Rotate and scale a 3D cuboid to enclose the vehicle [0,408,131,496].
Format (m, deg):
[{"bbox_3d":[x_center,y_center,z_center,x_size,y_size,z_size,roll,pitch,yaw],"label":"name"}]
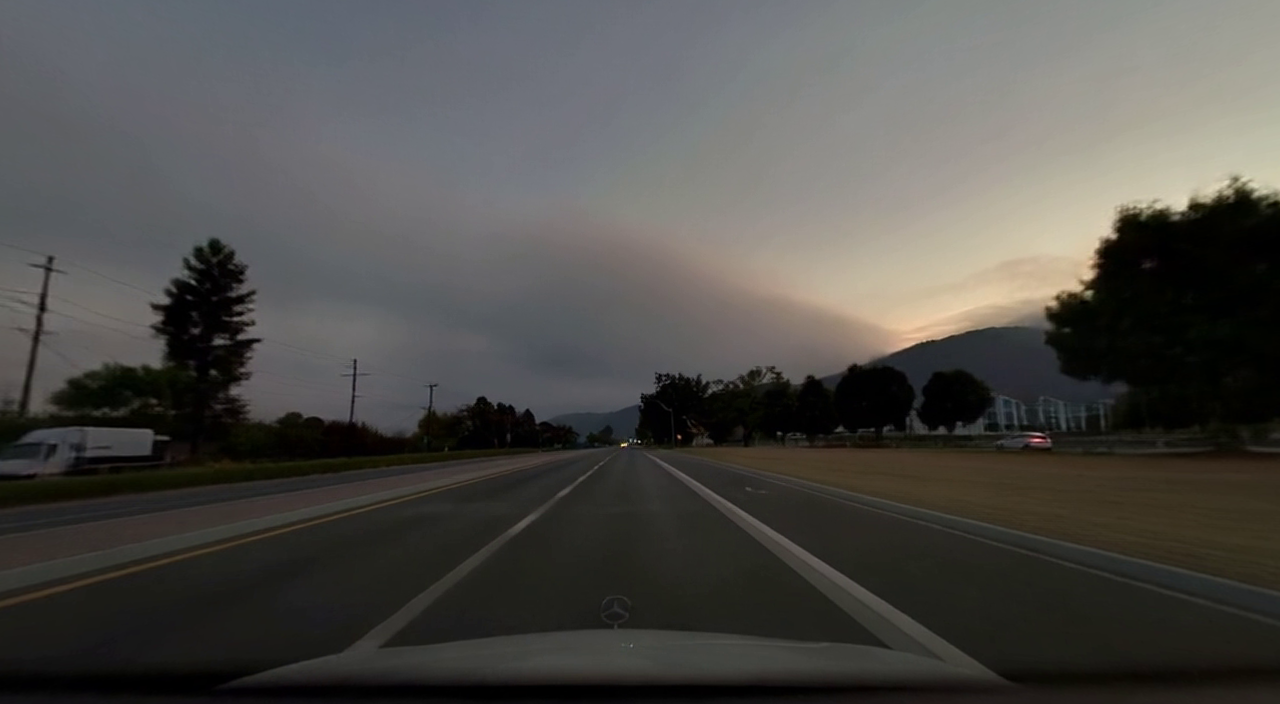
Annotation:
[{"bbox_3d":[-29.283,4.894,31.139,3.028,3.909,5.951,-1,-8,0],"label":"vehicle"}]
